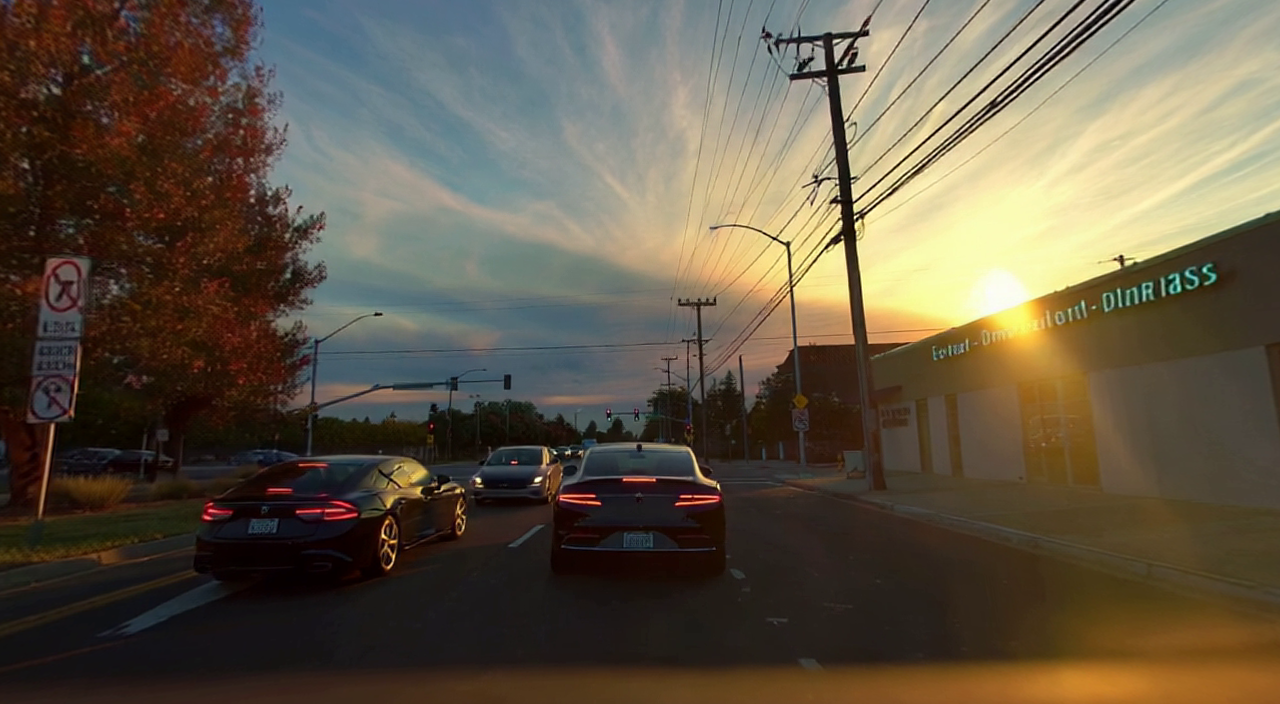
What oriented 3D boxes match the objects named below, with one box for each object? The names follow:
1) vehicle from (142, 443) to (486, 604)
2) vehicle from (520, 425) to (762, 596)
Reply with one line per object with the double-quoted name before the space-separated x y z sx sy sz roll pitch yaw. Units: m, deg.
"vehicle" -3.229 1.738 7.323 1.765 1.319 4.013 0 -9 2
"vehicle" -0.002 1.679 7.536 2.101 1.469 3.955 0 -9 0
